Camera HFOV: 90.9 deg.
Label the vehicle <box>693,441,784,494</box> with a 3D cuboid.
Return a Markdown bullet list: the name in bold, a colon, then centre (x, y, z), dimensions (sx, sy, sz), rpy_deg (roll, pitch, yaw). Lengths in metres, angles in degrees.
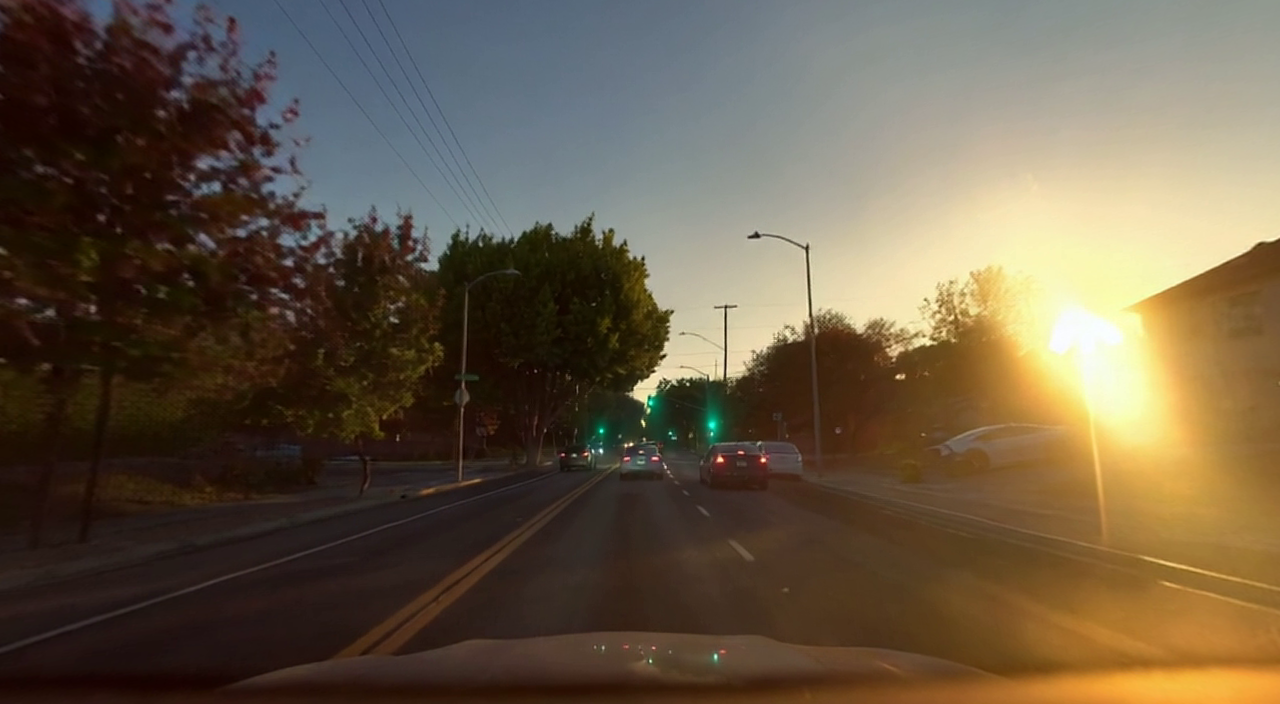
- **vehicle**: centre (2.992, 3.622, 20.273), dimensions (2.158, 1.483, 4.415), rpy_deg (0, -8, -1)

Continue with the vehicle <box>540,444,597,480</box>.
- **vehicle**: centre (-3.146, 4.923, 28.633), dimensions (2.012, 1.505, 4.205), rpy_deg (0, -8, 2)

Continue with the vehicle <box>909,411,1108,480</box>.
- **vehicle**: centre (13.802, 3.527, 23.944), dimensions (5.929, 1.970, 2.381), rpy_deg (-5, -8, -2)

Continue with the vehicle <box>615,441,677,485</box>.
- **vehicle**: centre (0.186, 4.070, 23.461), dimensions (2.101, 1.467, 4.210), rpy_deg (0, -8, 0)
